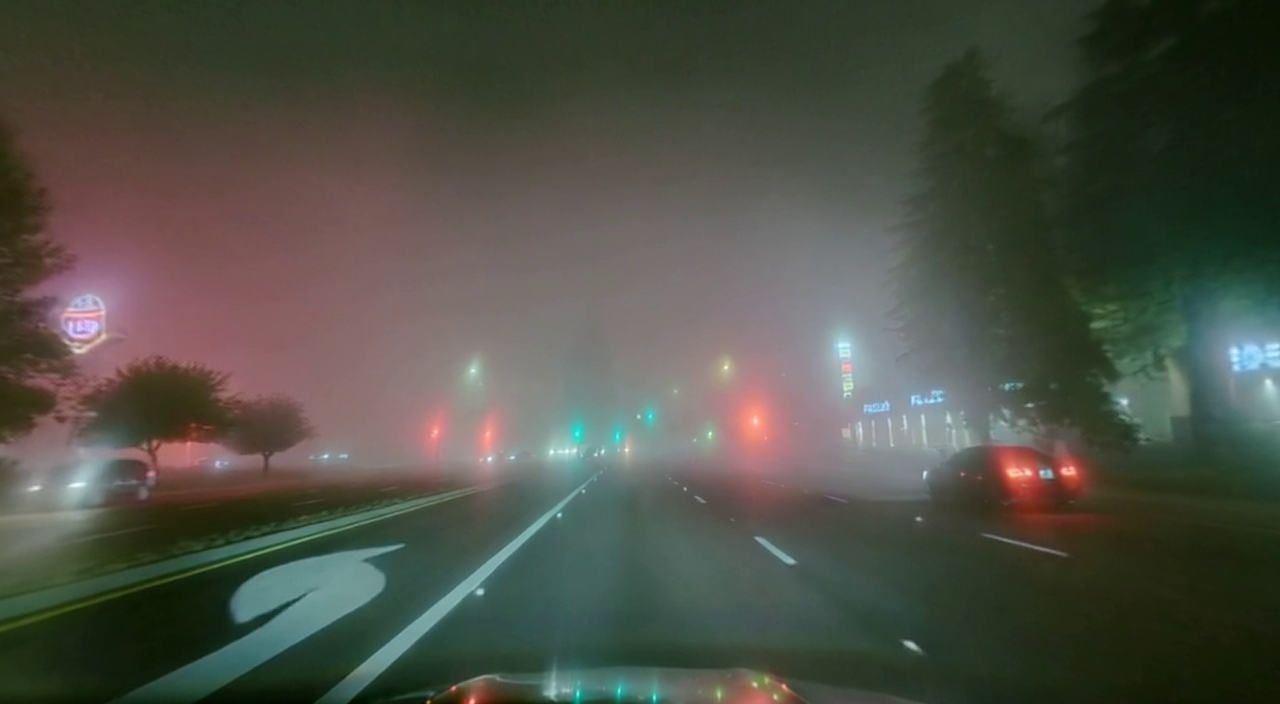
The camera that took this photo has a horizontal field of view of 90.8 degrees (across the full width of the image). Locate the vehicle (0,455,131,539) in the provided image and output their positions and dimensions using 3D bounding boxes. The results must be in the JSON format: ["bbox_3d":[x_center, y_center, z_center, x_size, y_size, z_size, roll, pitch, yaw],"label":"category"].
[{"bbox_3d":[-12.851,3.133,14.344,1.857,1.494,4.523,6,-11,-38],"label":"vehicle"}]

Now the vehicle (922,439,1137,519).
[{"bbox_3d":[8.193,2.676,13.880,1.936,1.460,4.258,0,-8,-1],"label":"vehicle"}]
